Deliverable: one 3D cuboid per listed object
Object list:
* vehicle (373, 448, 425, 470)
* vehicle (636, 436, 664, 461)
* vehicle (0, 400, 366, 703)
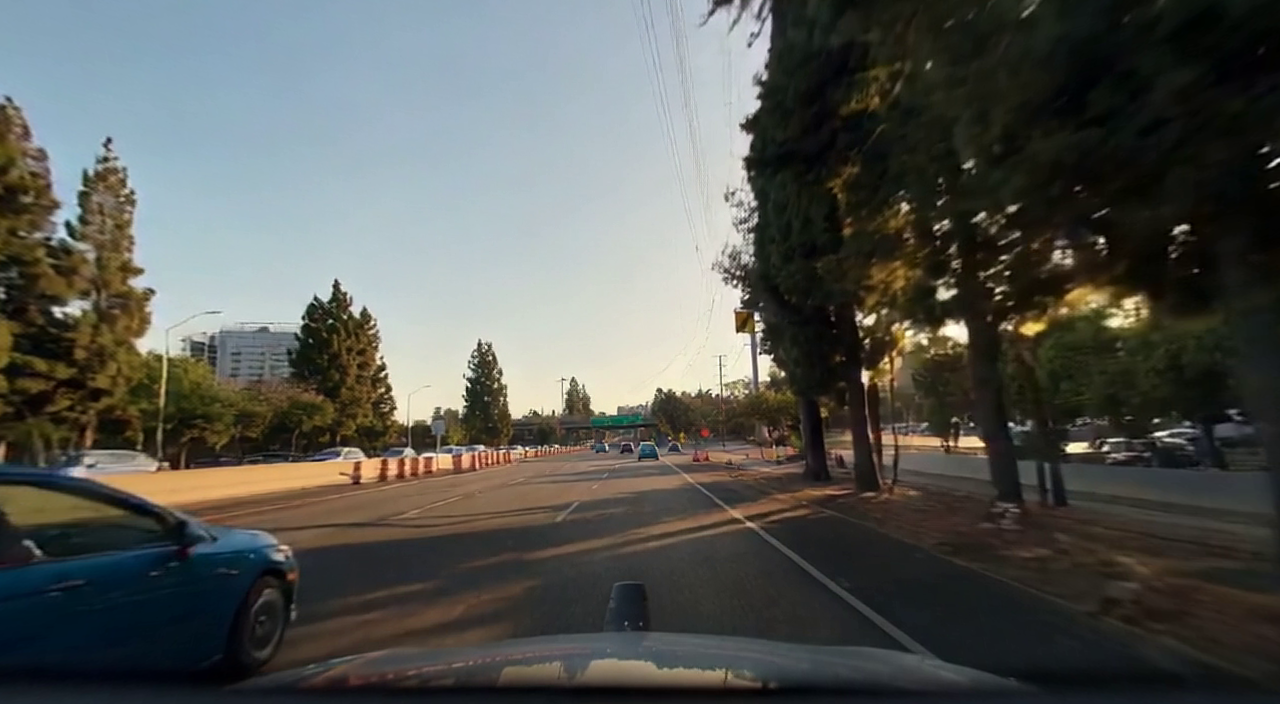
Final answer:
[{"bbox_3d":[-17.709,7.889,46.577,1.979,1.494,4.706,0,-8,0],"label":"vehicle"},{"bbox_3d":[0.781,7.415,48.668,2.060,1.845,4.151,0,-8,0],"label":"vehicle"},{"bbox_3d":[-3.098,0.924,2.174,2.087,1.480,4.825,0,-8,1],"label":"vehicle"}]
